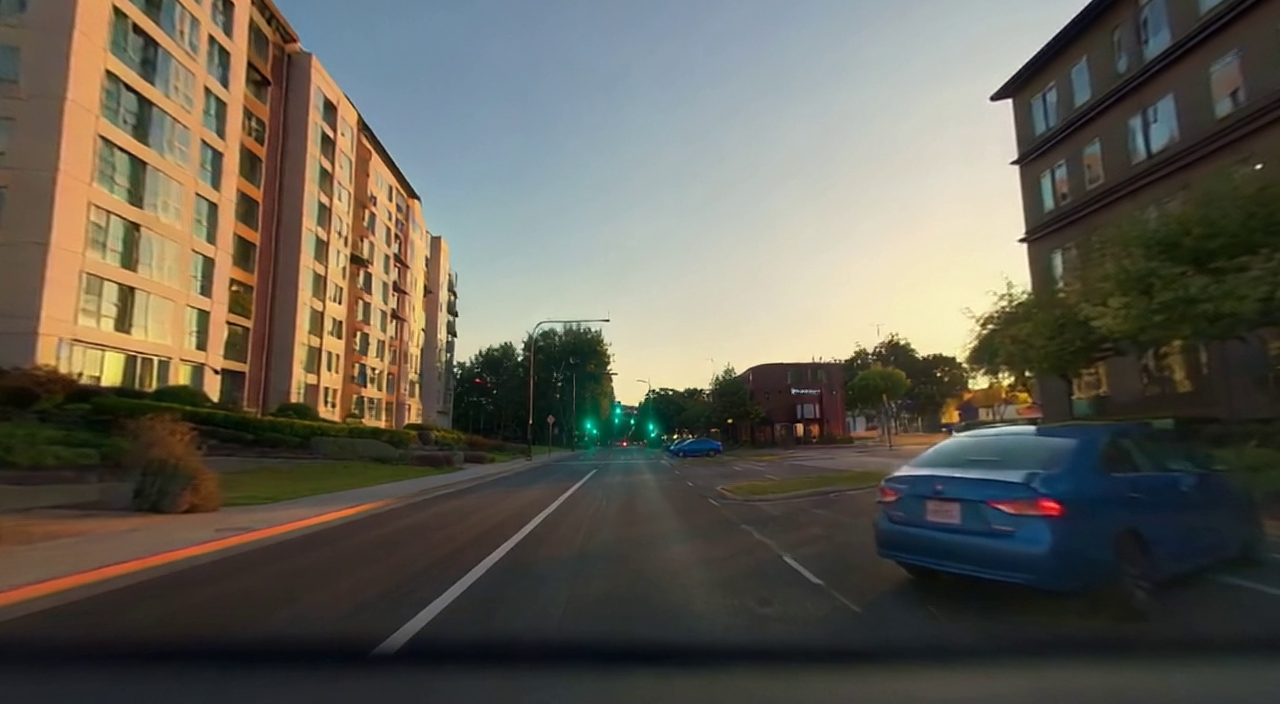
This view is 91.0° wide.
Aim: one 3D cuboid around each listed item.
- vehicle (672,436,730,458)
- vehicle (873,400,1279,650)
[{"bbox_3d":[4.430,6.874,45.707,3.844,1.524,1.847,4,-9,-32],"label":"vehicle"},{"bbox_3d":[4.406,1.311,5.928,4.655,1.460,1.878,6,-10,-37],"label":"vehicle"}]
